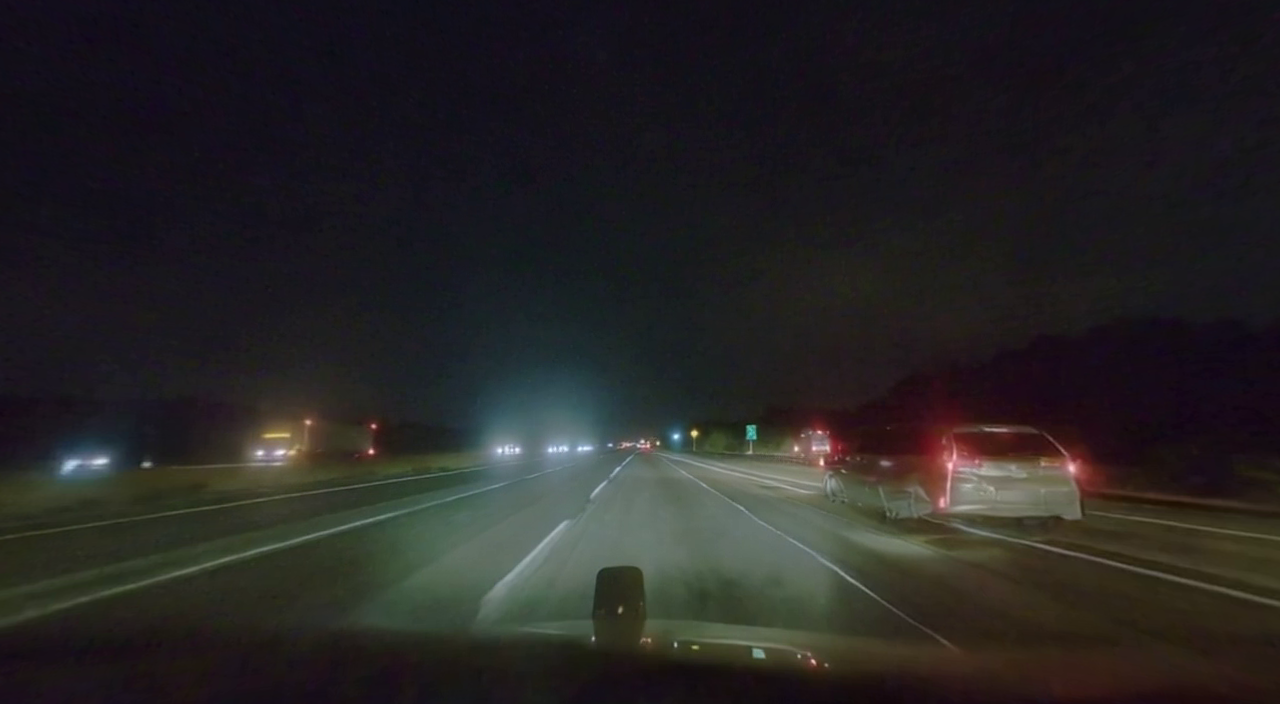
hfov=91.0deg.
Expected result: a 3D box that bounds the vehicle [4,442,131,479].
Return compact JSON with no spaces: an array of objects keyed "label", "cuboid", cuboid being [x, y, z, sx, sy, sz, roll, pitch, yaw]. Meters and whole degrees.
[{"label":"vehicle","cuboid":[-28.071,5.312,31.126,2.006,1.696,4.513,0,-9,0]}]
